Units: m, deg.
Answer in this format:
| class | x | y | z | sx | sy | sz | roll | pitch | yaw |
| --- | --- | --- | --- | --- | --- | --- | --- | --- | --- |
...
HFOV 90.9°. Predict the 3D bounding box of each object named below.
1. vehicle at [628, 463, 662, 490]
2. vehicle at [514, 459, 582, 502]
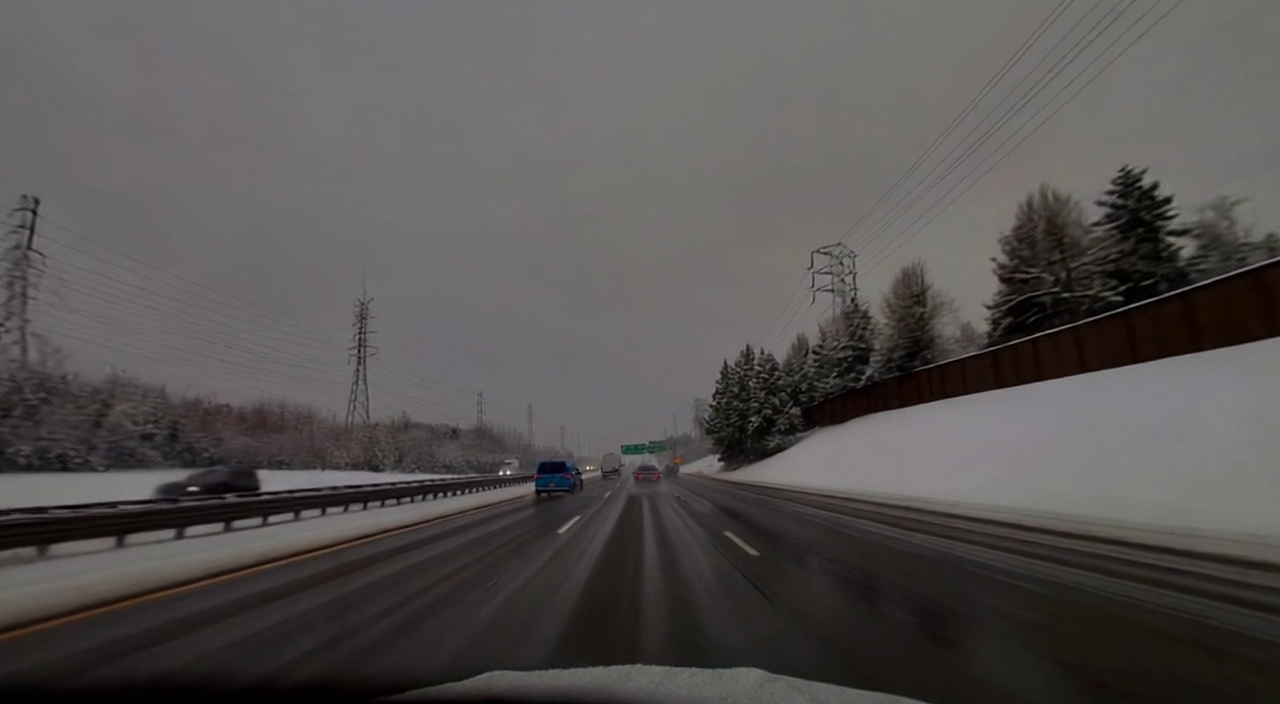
| class | x | y | z | sx | sy | sz | roll | pitch | yaw |
| --- | --- | --- | --- | --- | --- | --- | --- | --- | --- |
| vehicle | 0.289 | 7.734 | 39.367 | 2.006 | 1.554 | 3.863 | 1 | -10 | 0 |
| vehicle | -3.635 | 5.203 | 25.754 | 2.023 | 1.541 | 4.543 | 1 | -10 | 1 |
